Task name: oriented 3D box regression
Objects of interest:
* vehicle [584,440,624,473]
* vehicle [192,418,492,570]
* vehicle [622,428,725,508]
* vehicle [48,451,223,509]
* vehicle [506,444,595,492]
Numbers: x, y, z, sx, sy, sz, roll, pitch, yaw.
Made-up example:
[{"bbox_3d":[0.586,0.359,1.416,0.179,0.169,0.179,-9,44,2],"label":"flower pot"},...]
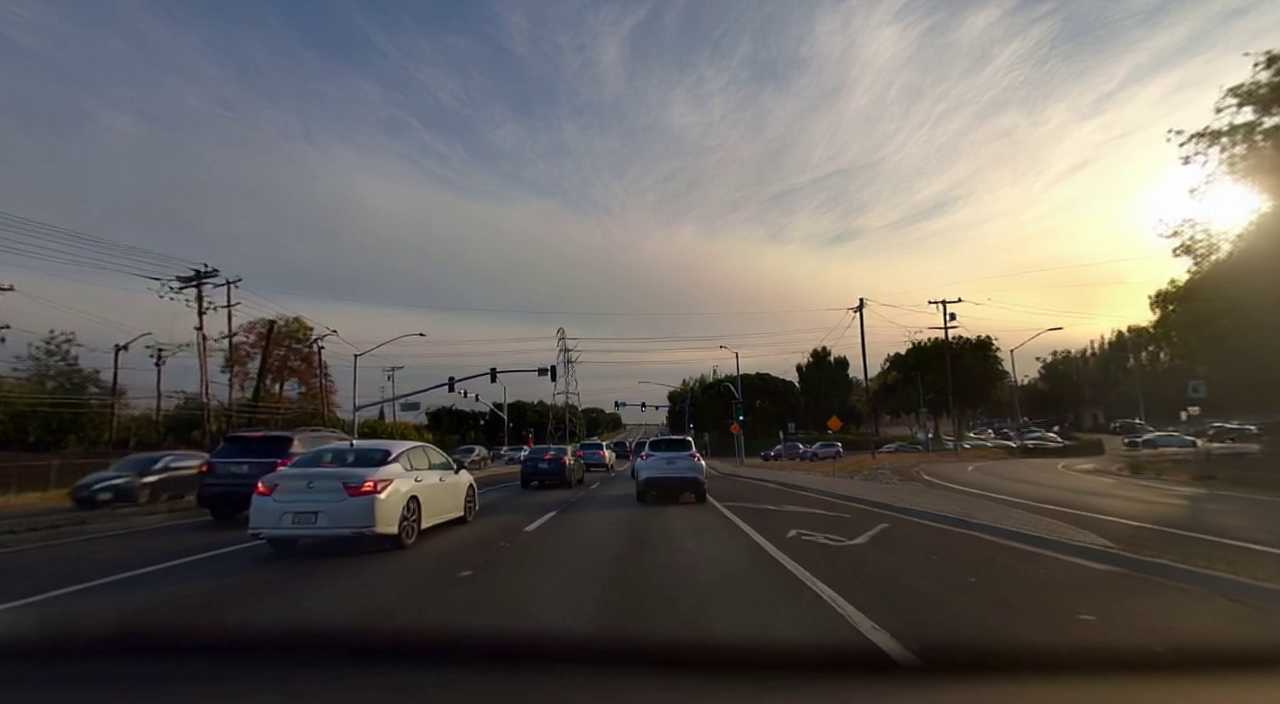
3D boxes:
[{"bbox_3d":[-2.044,6.032,36.624,1.788,1.773,3.731,-1,-9,5],"label":"vehicle"},{"bbox_3d":[-3.760,1.871,9.093,2.018,1.621,4.441,0,-9,2],"label":"vehicle"},{"bbox_3d":[0.791,2.801,15.581,2.205,1.691,3.937,-1,-9,2],"label":"vehicle"},{"bbox_3d":[-16.491,4.158,20.973,1.842,1.655,4.501,-1,-9,5],"label":"vehicle"},{"bbox_3d":[-2.888,3.843,21.297,2.105,1.436,4.311,-1,-9,4],"label":"vehicle"}]
